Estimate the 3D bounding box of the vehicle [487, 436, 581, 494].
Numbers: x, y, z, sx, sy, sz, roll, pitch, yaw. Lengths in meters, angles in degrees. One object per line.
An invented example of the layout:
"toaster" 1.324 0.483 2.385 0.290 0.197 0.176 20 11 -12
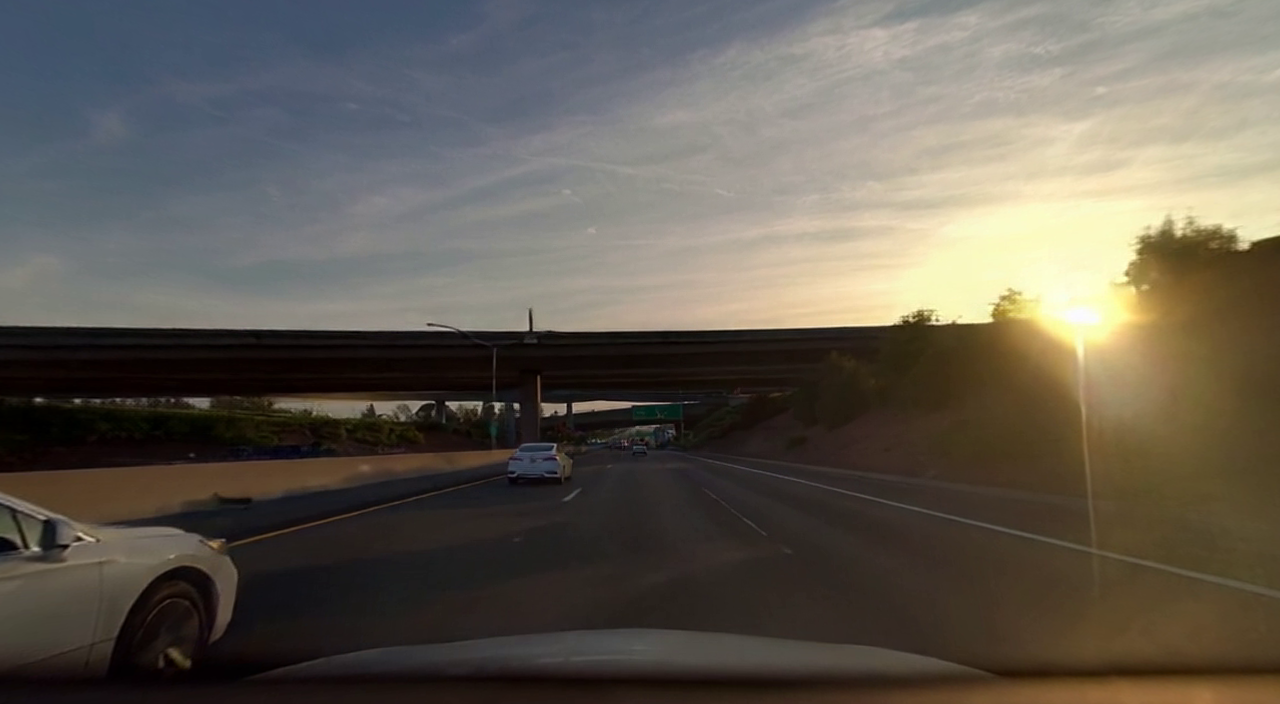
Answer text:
"vehicle" -3.077 3.401 19.457 2.029 1.557 4.570 0 -9 1
